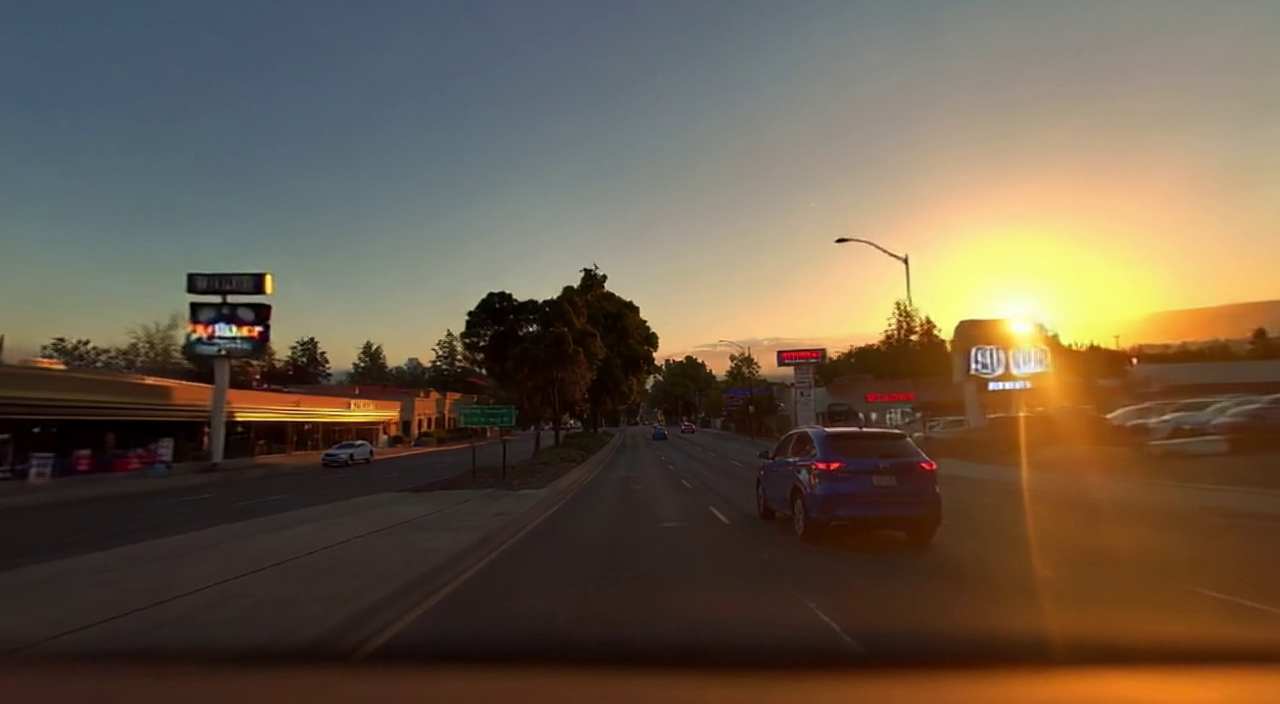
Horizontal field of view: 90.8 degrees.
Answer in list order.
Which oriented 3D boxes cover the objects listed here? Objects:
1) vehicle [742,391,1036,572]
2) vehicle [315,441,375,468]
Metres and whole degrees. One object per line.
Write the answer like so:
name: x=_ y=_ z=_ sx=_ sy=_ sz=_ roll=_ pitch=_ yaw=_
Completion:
vehicle: x=2.873 y=1.639 z=8.712 sx=2.130 sy=1.790 sz=4.615 roll=0 pitch=-8 yaw=0
vehicle: x=-19.462 y=6.761 z=41.871 sx=1.988 sy=1.634 sz=4.301 roll=0 pitch=-8 yaw=-1
